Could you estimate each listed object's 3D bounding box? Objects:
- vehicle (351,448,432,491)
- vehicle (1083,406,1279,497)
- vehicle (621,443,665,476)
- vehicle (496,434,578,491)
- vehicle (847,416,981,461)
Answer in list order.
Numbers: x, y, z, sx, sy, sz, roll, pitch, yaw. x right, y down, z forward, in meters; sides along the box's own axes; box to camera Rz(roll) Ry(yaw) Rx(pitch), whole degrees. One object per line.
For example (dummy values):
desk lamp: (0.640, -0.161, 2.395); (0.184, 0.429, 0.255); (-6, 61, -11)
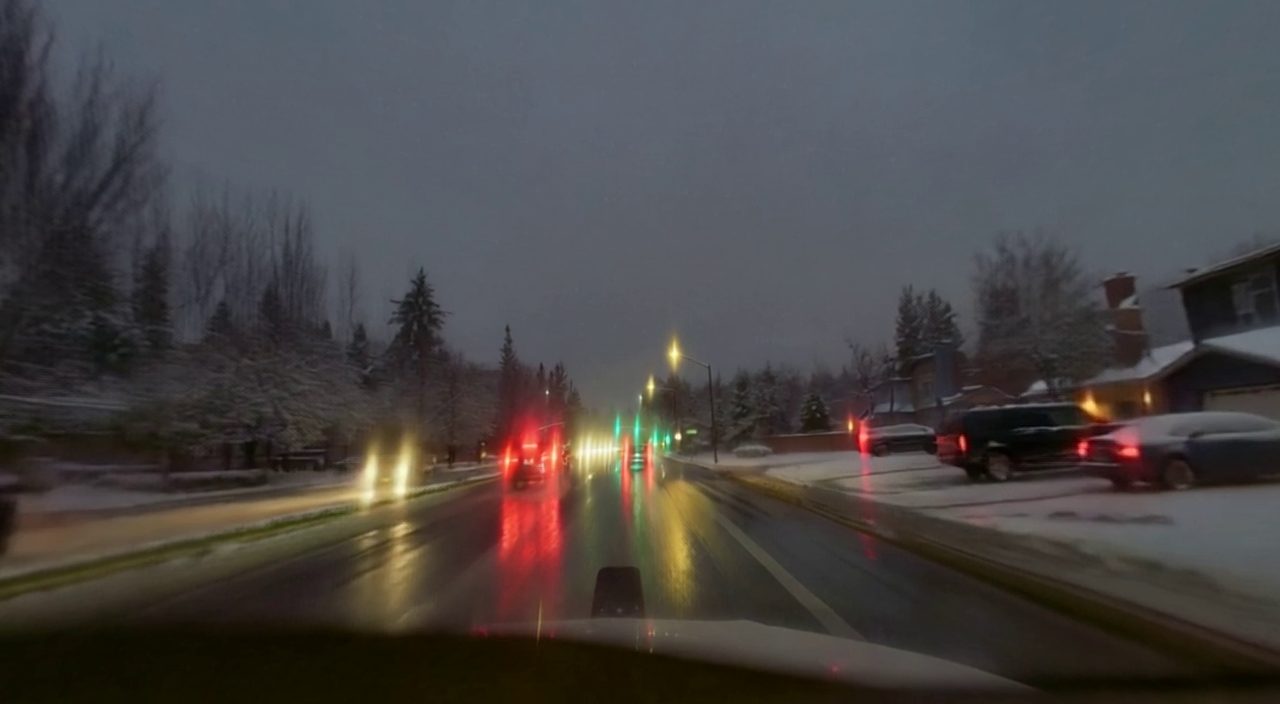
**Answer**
vehicle: (-12.004, 5.661, 30.890); (2.070, 1.752, 4.629); (-4, -8, 0)
vehicle: (11.384, 1.799, 11.912); (4.573, 1.461, 1.867); (-3, -8, 0)
vehicle: (0.120, 5.341, 31.697); (2.062, 1.518, 3.901); (0, -8, 0)
vehicle: (-3.498, 3.852, 22.401); (2.157, 1.771, 4.452); (0, -8, 0)
vehicle: (15.368, 4.874, 35.732); (6.374, 2.098, 2.415); (-3, -8, -1)
